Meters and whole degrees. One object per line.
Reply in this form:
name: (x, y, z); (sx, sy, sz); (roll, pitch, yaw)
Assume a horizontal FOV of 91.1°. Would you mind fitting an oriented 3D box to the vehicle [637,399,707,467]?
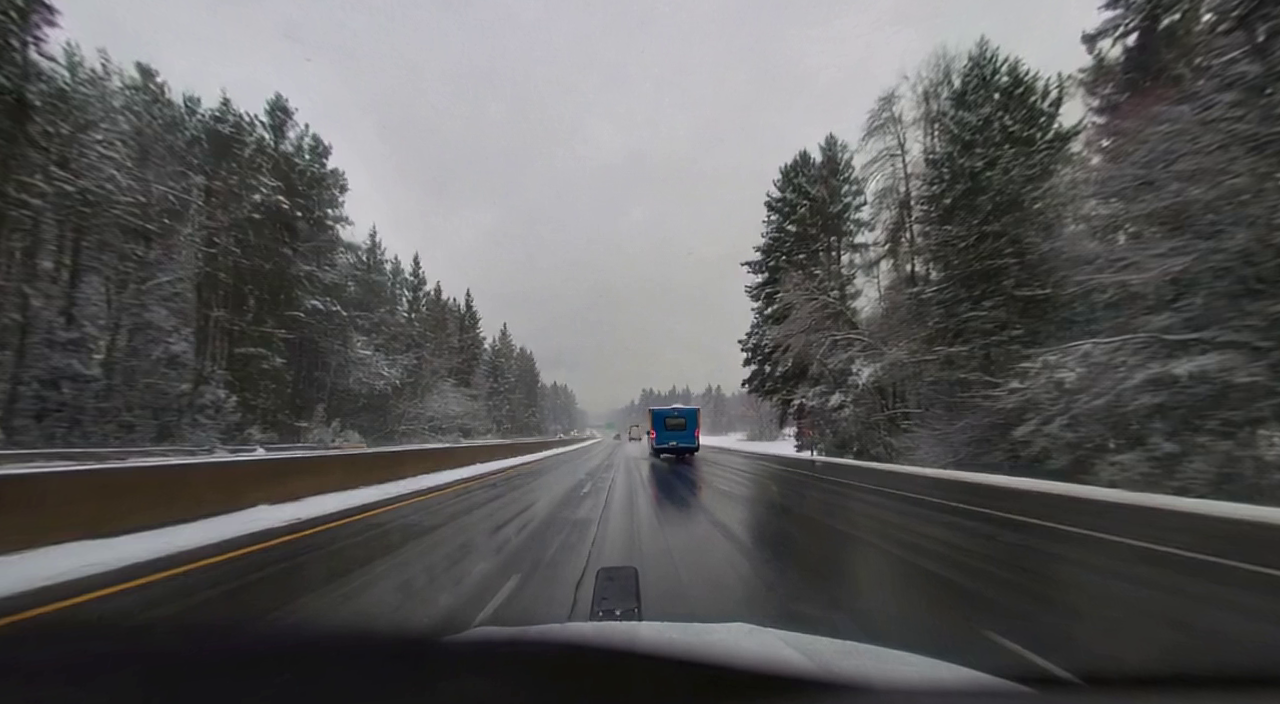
vehicle: (1.365, 3.954, 30.587); (2.815, 2.876, 7.101); (0, -8, -2)
